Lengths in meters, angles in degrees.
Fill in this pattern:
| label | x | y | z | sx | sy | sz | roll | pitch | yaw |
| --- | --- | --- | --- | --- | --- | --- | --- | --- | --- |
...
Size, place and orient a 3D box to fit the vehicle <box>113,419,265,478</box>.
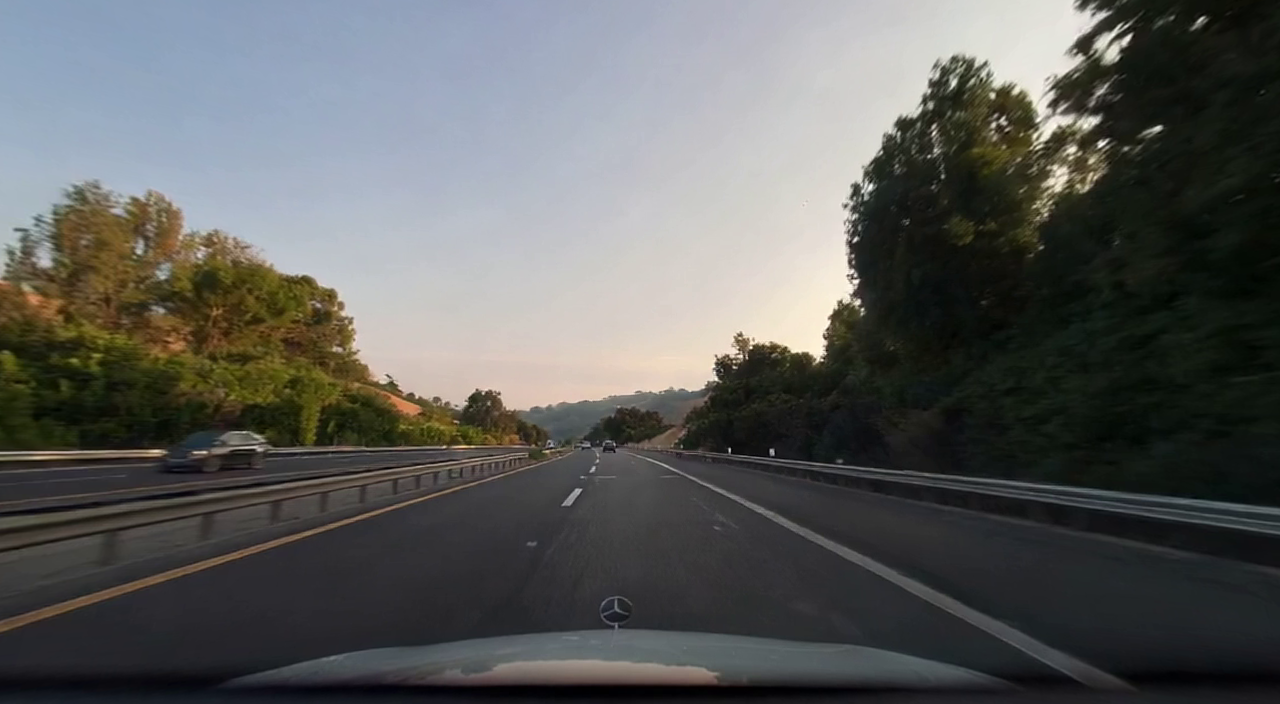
| label | x | y | z | sx | sy | sz | roll | pitch | yaw |
| --- | --- | --- | --- | --- | --- | --- | --- | --- | --- |
| vehicle | -13.057 | 2.829 | 18.551 | 1.841 | 1.529 | 3.778 | 0 | -8 | -4 |
